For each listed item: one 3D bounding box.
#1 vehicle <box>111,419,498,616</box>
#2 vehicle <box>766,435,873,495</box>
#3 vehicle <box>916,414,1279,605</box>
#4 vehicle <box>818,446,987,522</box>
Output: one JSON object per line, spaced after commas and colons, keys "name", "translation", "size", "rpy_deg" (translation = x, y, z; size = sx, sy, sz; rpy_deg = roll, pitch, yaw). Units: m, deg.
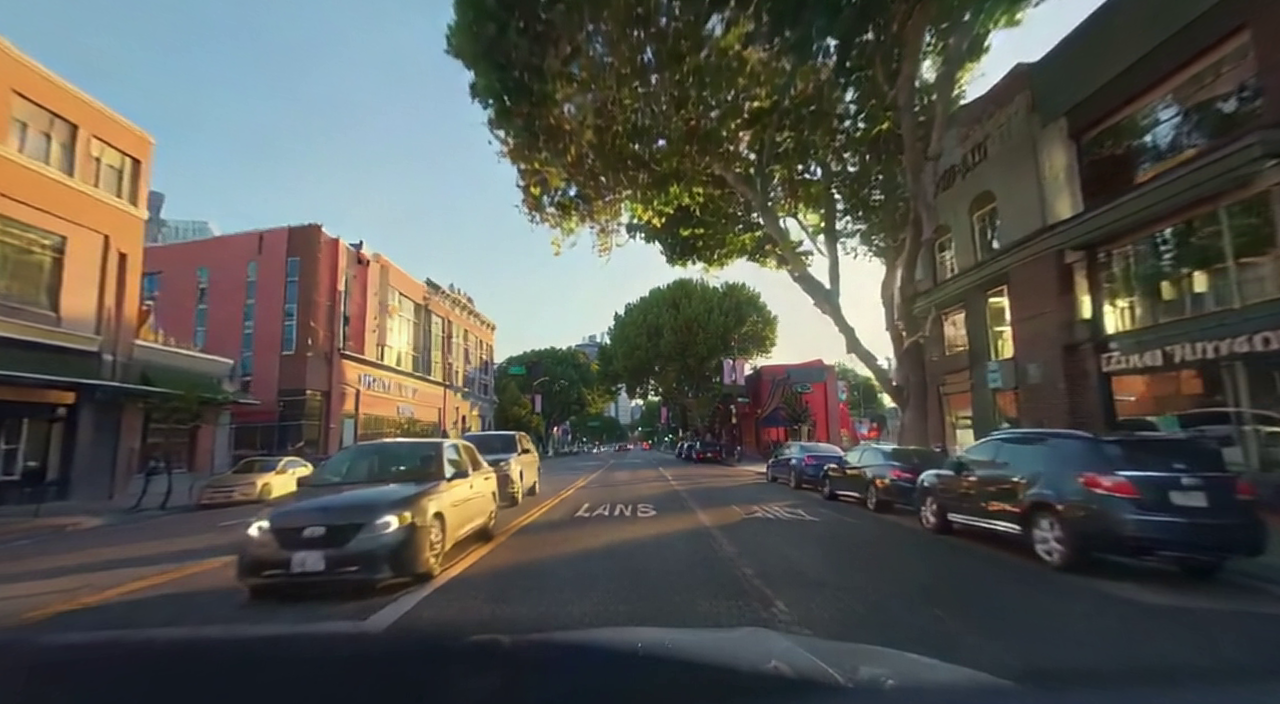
{"name": "vehicle", "translation": [-3.134, 1.622, 7.200], "size": [2.013, 1.527, 4.335], "rpy_deg": [0, -8, 0]}
{"name": "vehicle", "translation": [5.922, 3.786, 21.590], "size": [2.150, 1.805, 4.870], "rpy_deg": [0, -8, -1]}
{"name": "vehicle", "translation": [5.852, 1.837, 8.405], "size": [2.116, 1.780, 4.682], "rpy_deg": [0, -8, -2]}
{"name": "vehicle", "translation": [5.895, 2.971, 14.953], "size": [1.910, 1.471, 4.758], "rpy_deg": [0, -8, -1]}
